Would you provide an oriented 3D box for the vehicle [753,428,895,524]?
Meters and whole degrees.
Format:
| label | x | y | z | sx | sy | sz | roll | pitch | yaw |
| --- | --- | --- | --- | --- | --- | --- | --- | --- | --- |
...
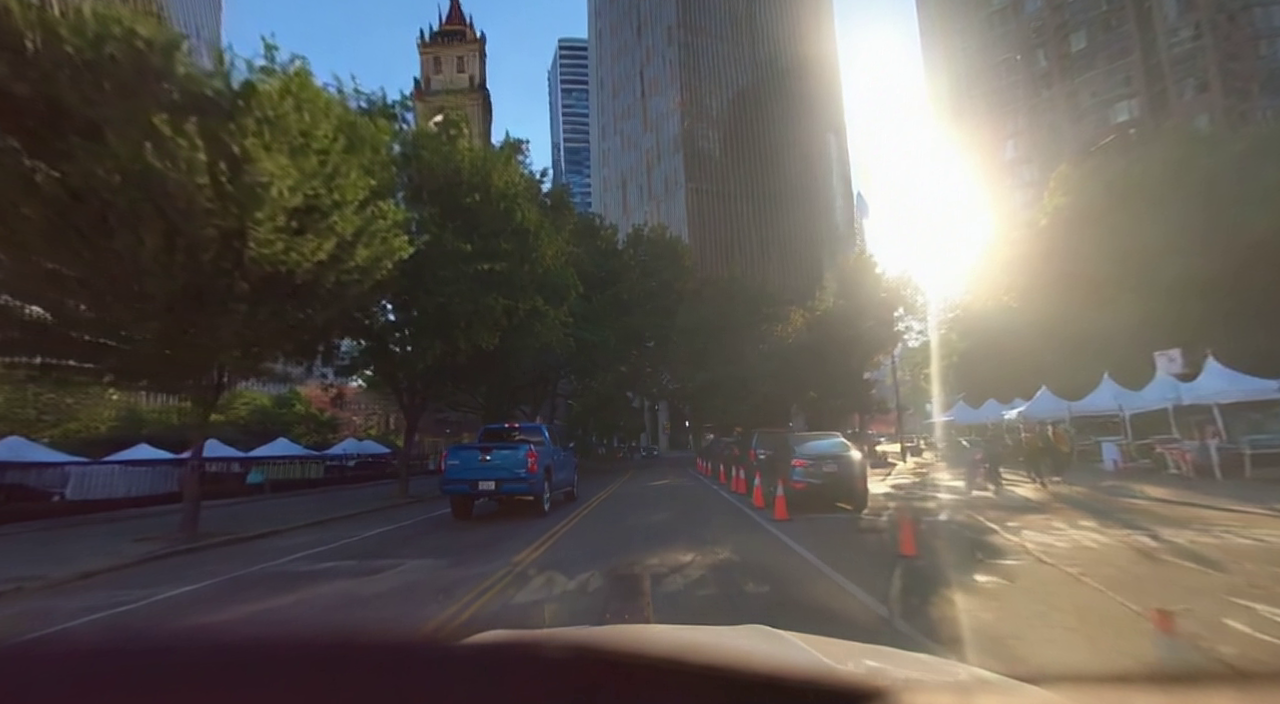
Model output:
| label | x | y | z | sx | sy | sz | roll | pitch | yaw |
| --- | --- | --- | --- | --- | --- | --- | --- | --- | --- |
| vehicle | 3.508 | 2.438 | 12.903 | 2.023 | 1.607 | 4.225 | -2 | -9 | 6 |

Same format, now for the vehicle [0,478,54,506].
| label | x | y | z | sx | sy | sz | roll | pitch | yaw |
| --- | --- | --- | --- | --- | --- | --- | --- | --- | --- |
| vehicle | -46.109 | 10.242 | 46.151 | 1.970 | 1.764 | 4.948 | 0 | -9 | -7 |

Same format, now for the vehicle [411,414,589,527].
| label | x | y | z | sx | sy | sz | roll | pitch | yaw |
| --- | --- | --- | --- | --- | --- | --- | --- | --- | --- |
| vehicle | -2.716 | 2.530 | 14.051 | 2.452 | 1.954 | 5.653 | -1 | -9 | 2 |
